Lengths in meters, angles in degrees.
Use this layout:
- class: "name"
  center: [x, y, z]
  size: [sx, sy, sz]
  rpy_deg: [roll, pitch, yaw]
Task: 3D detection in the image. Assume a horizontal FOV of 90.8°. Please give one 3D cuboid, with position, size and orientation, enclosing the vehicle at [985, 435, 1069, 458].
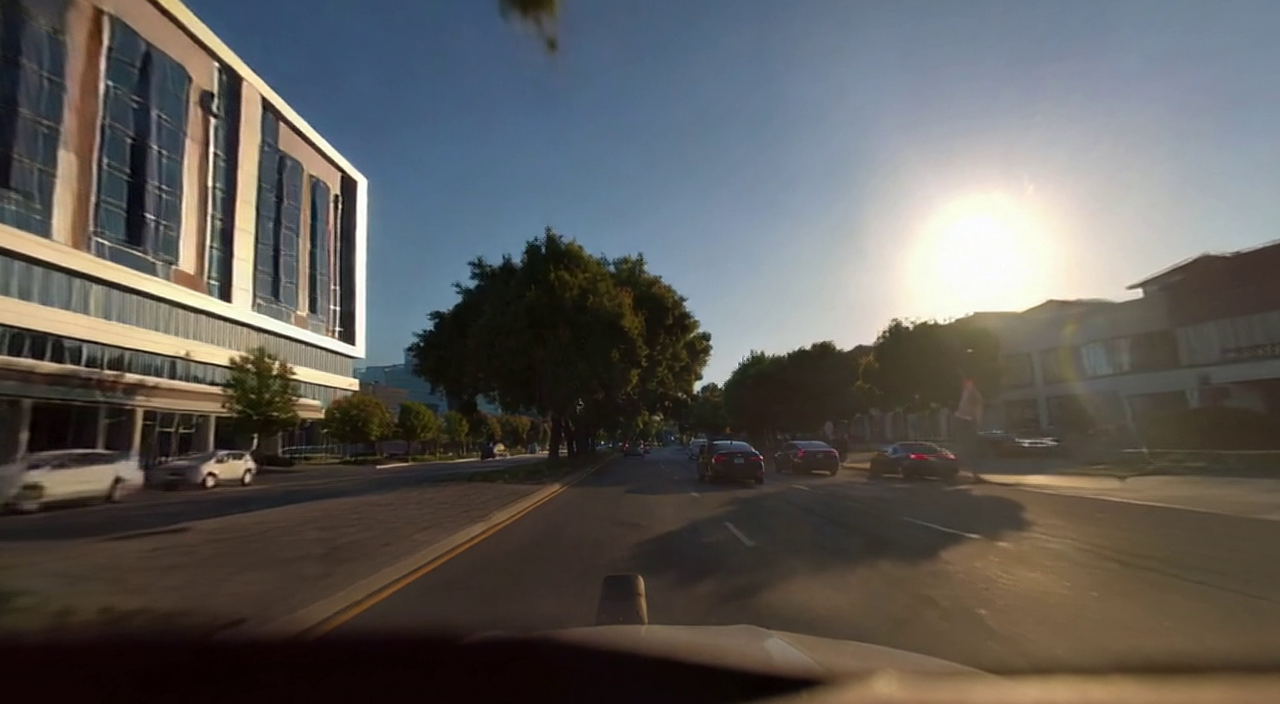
- class: "vehicle"
  center: [29.109, 7.152, 47.644]
  size: [5.001, 1.528, 1.863]
  rpy_deg: [-11, -12, 43]

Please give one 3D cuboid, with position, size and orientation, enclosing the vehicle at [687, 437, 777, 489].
- class: "vehicle"
  center: [2.841, 3.549, 20.536]
  size: [2.131, 1.491, 4.496]
  rpy_deg: [0, -8, -2]

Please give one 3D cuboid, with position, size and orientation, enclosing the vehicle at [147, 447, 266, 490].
- class: "vehicle"
  center: [-19.617, 5.239, 28.908]
  size: [2.071, 1.743, 4.749]
  rpy_deg: [0, -8, 0]

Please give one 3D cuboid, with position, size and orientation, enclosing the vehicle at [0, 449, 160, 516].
- class: "vehicle"
  center: [-16.598, 3.587, 18.021]
  size: [2.031, 1.607, 4.759]
  rpy_deg: [0, -8, 1]

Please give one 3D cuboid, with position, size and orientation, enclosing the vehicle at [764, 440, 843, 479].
- class: "vehicle"
  center: [6.405, 4.246, 25.291]
  size: [1.912, 1.411, 4.380]
  rpy_deg: [0, -8, -1]

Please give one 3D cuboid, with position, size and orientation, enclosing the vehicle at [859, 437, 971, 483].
- class: "vehicle"
  center: [9.956, 3.924, 23.349]
  size: [2.003, 1.511, 4.670]
  rpy_deg: [0, -8, 0]
